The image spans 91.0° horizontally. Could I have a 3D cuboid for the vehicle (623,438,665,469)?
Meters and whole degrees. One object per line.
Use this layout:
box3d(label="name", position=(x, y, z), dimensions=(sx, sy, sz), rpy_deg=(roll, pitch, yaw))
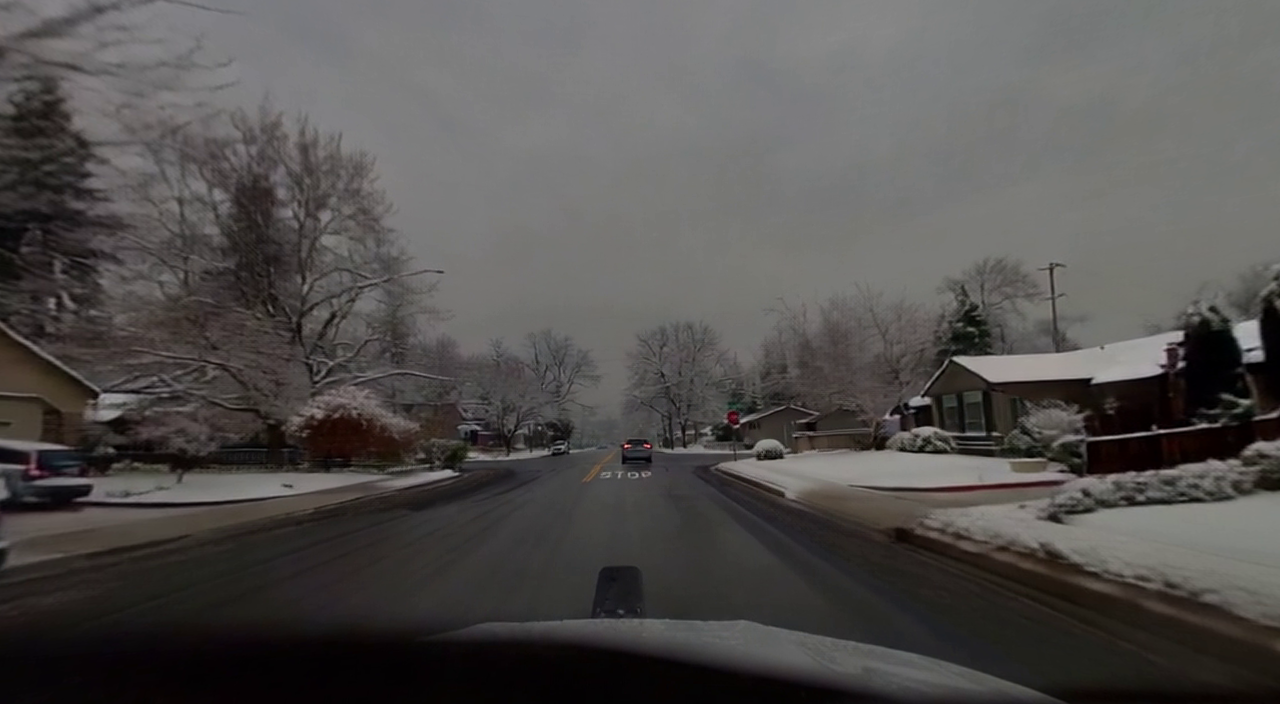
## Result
box3d(label="vehicle", position=(0.177, 5.296, 32.997), dimensions=(2.043, 1.484, 4.340), rpy_deg=(0, -8, 0))

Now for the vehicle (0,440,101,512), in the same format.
box3d(label="vehicle", position=(-16.709, 3.026, 15.560), dimensions=(4.783, 1.652, 1.977), rpy_deg=(0, -9, -3))
